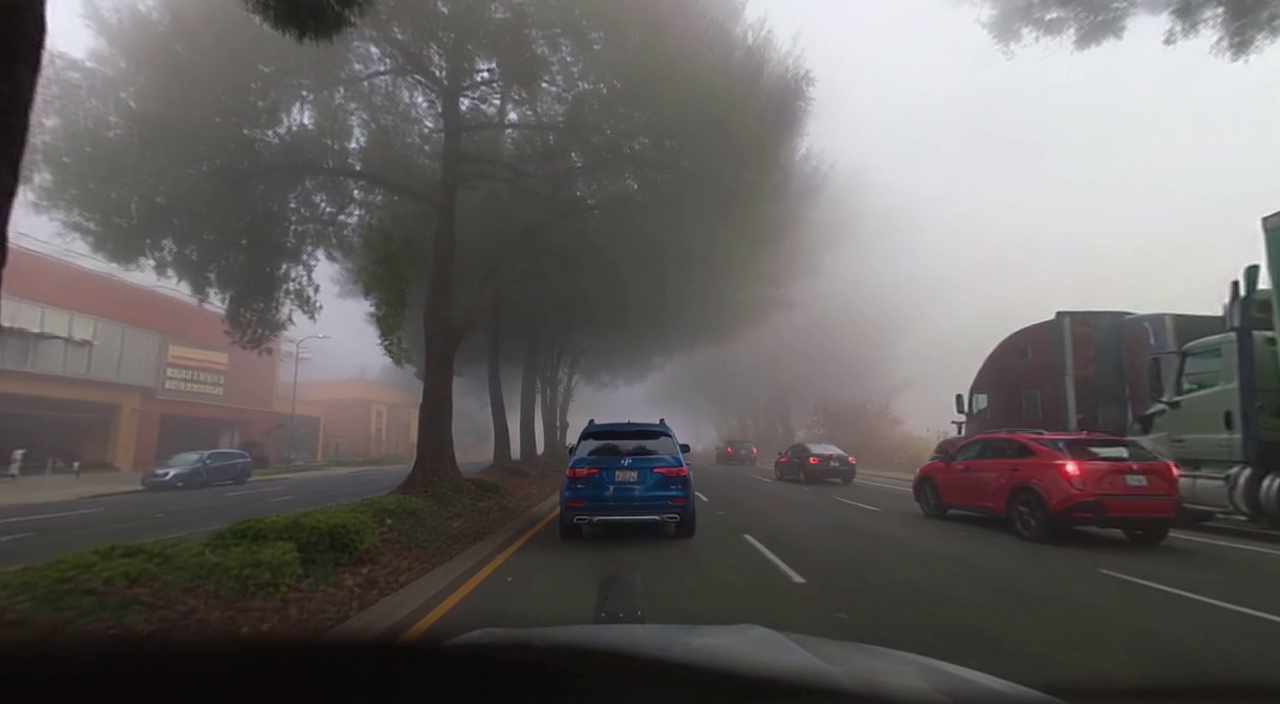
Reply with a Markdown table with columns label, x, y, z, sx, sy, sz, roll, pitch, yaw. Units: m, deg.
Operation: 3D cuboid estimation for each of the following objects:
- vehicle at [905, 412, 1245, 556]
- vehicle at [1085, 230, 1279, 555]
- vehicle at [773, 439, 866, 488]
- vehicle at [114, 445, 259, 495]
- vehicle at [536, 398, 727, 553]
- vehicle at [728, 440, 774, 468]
| label | x | y | z | sx | sy | sz | roll | pitch | yaw |
| --- | --- | --- | --- | --- | --- | --- | --- | --- | --- |
| vehicle | 6.184 | 1.916 | 9.868 | 2.056 | 1.703 | 4.428 | 0 | -8 | -1 |
| vehicle | 9.957 | -0.237 | 3.201 | 2.879 | 4.284 | 17.334 | 0 | -8 | 0 |
| vehicle | 6.330 | 3.976 | 22.896 | 2.035 | 1.553 | 4.465 | 0 | -8 | 0 |
| vehicle | -19.299 | 4.991 | 27.304 | 2.302 | 1.939 | 5.221 | 0 | -8 | 1 |
| vehicle | -0.142 | 1.811 | 9.868 | 2.320 | 1.880 | 4.192 | 0 | -8 | -1 |
| vehicle | 6.521 | 6.016 | 37.477 | 1.914 | 1.523 | 4.287 | 0 | -8 | -1 |
